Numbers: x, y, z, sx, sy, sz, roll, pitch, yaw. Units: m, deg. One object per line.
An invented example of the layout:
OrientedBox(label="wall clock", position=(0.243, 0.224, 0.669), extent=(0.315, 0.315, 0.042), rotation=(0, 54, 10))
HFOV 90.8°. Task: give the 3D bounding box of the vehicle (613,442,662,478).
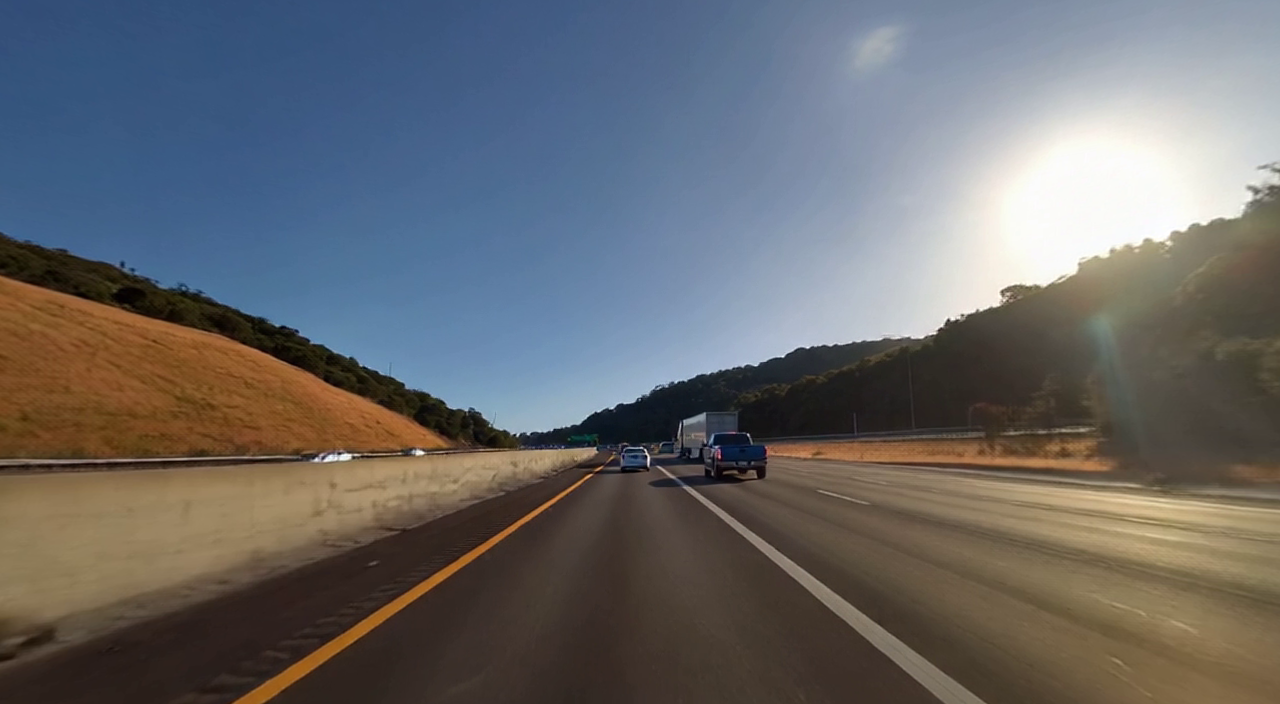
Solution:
OrientedBox(label="vehicle", position=(-0.137, 4.860, 28.644), extent=(2.083, 1.477, 3.965), rotation=(0, -9, -1))

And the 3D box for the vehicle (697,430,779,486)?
OrientedBox(label="vehicle", position=(3.429, 3.832, 23.059), extent=(2.098, 1.794, 4.561), rotation=(0, -9, -2))
